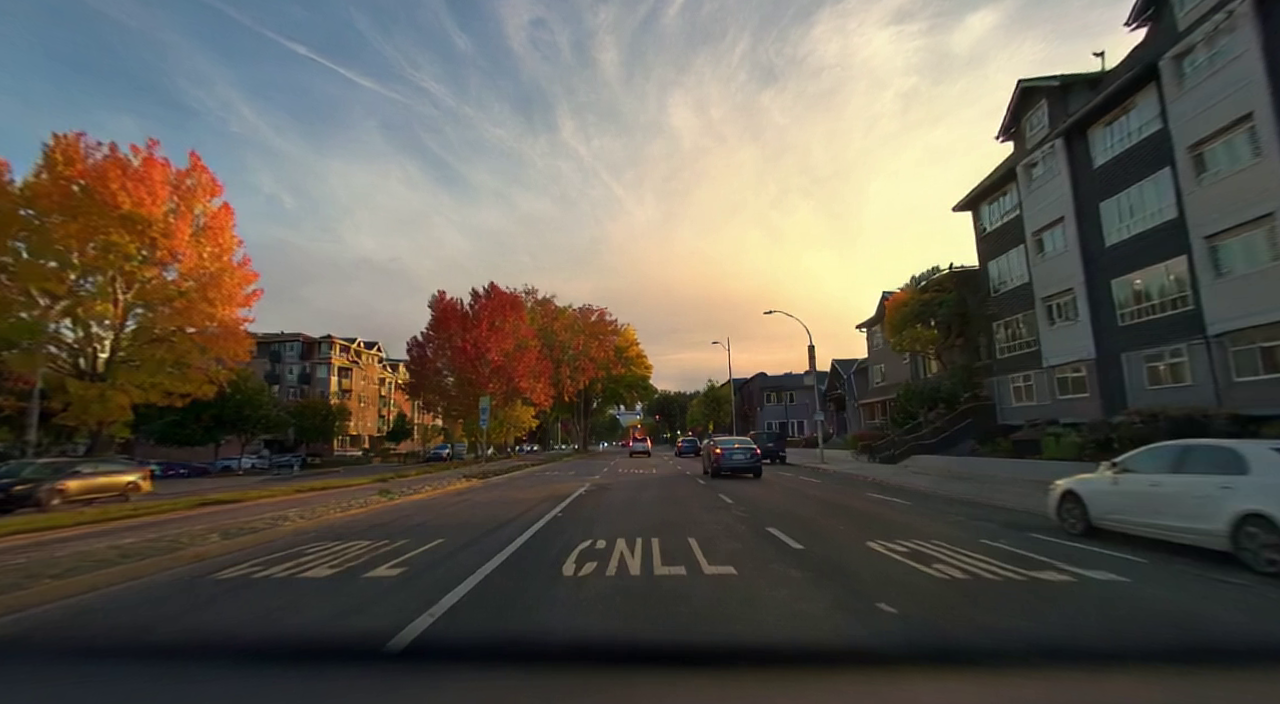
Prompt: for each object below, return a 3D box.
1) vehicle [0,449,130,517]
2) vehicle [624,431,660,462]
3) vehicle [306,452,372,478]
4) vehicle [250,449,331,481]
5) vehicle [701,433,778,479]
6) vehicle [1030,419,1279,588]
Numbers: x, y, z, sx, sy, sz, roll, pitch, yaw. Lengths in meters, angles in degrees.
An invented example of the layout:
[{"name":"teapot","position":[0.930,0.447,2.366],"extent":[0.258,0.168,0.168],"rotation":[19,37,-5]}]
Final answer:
[{"name":"vehicle","position":[-19.078,4.008,19.705],"extent":[2.080,1.846,4.948],"rotation":[0,-8,0]},{"name":"vehicle","position":[0.108,6.139,41.082],"extent":[2.239,1.856,4.815],"rotation":[0,-8,-1]},{"name":"vehicle","position":[-19.218,7.211,40.457],"extent":[1.886,1.495,4.593],"rotation":[0,-8,1]},{"name":"vehicle","position":[-22.363,7.203,40.596],"extent":[2.113,1.865,5.128],"rotation":[-1,-8,2]},{"name":"vehicle","position":[3.528,3.798,23.217],"extent":[1.977,1.498,4.521],"rotation":[0,-8,-1]},{"name":"vehicle","position":[6.760,1.551,6.938],"extent":[1.934,1.507,4.670],"rotation":[0,-8,0]}]
